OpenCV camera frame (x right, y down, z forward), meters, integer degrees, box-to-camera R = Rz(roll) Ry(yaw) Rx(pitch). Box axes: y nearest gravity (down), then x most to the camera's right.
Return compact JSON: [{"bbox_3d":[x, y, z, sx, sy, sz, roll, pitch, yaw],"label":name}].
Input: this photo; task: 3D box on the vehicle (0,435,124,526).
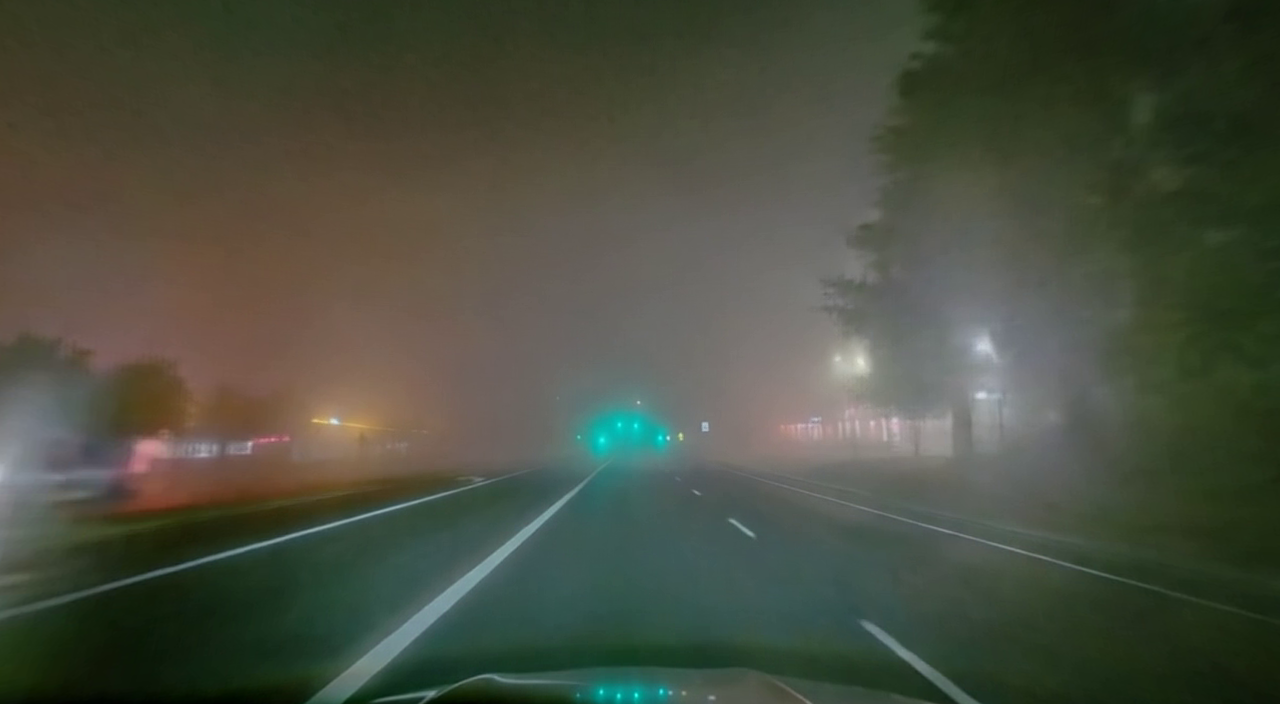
[{"bbox_3d":[-13.638,2.592,12.783,2.133,1.770,5.049,0,-8,-1],"label":"vehicle"}]
